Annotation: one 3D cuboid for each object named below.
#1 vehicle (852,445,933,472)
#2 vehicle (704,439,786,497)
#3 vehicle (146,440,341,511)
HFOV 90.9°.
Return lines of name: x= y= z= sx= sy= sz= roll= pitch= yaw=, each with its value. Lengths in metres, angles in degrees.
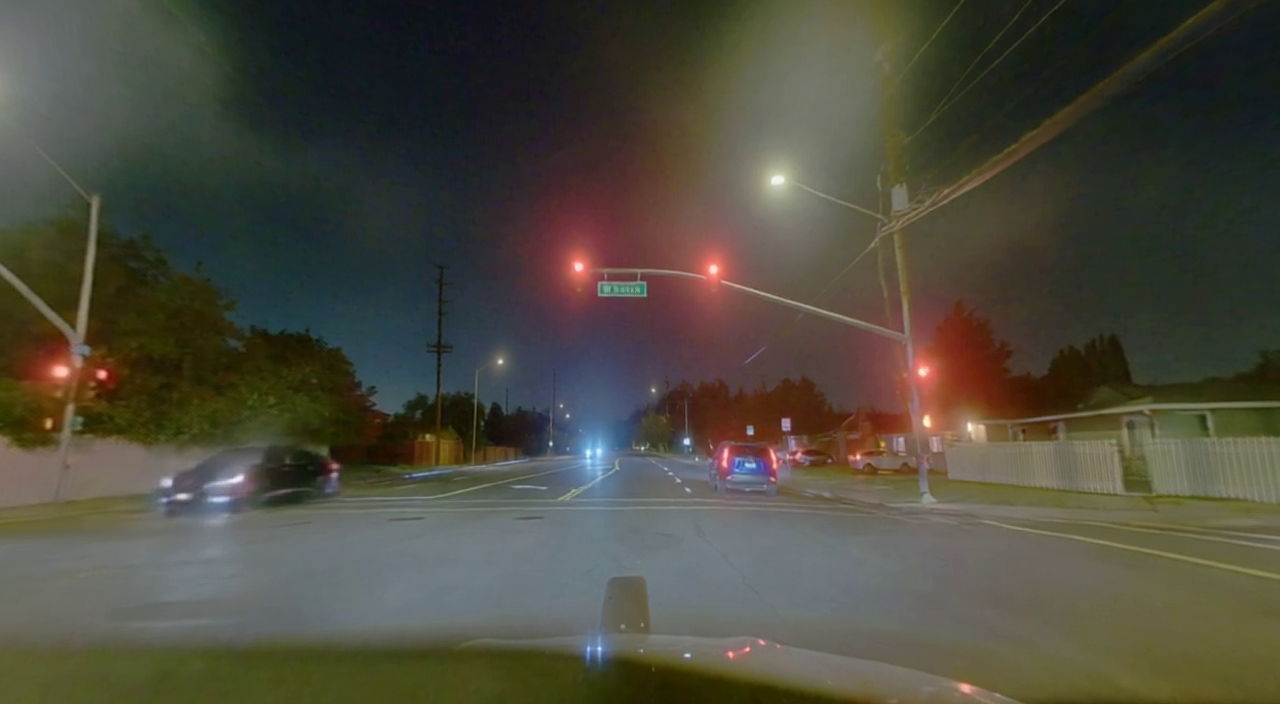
vehicle: x=15.516 y=6.525 z=38.856 sx=4.135 sy=1.558 sz=1.929 roll=0 pitch=-8 yaw=3
vehicle: x=3.664 y=4.146 z=22.993 sx=2.144 sy=1.843 sz=4.827 roll=0 pitch=-9 yaw=0
vehicle: x=-10.312 y=3.226 z=16.960 sx=2.241 sy=1.620 sz=4.511 roll=-1 pitch=-9 yaw=1
